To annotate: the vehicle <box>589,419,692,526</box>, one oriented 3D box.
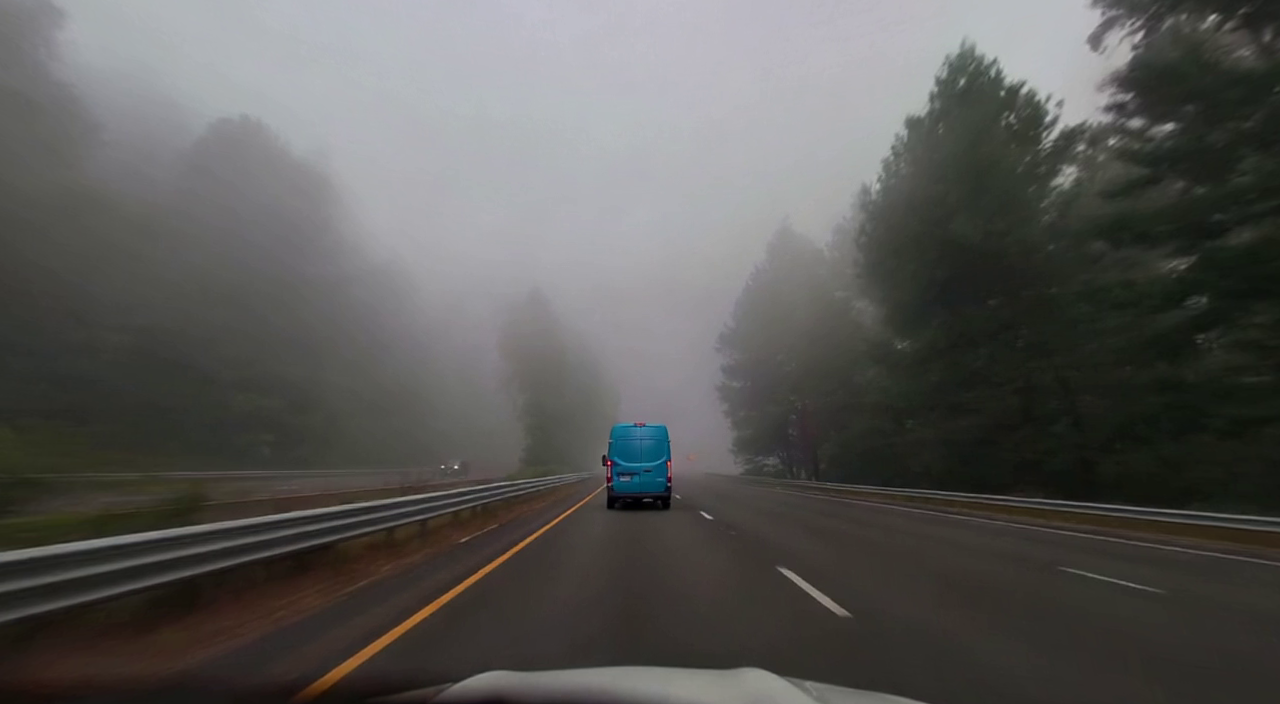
[{"bbox_3d":[-0.094,3.338,17.665,2.375,2.432,6.161,1,-10,-2],"label":"vehicle"}]
